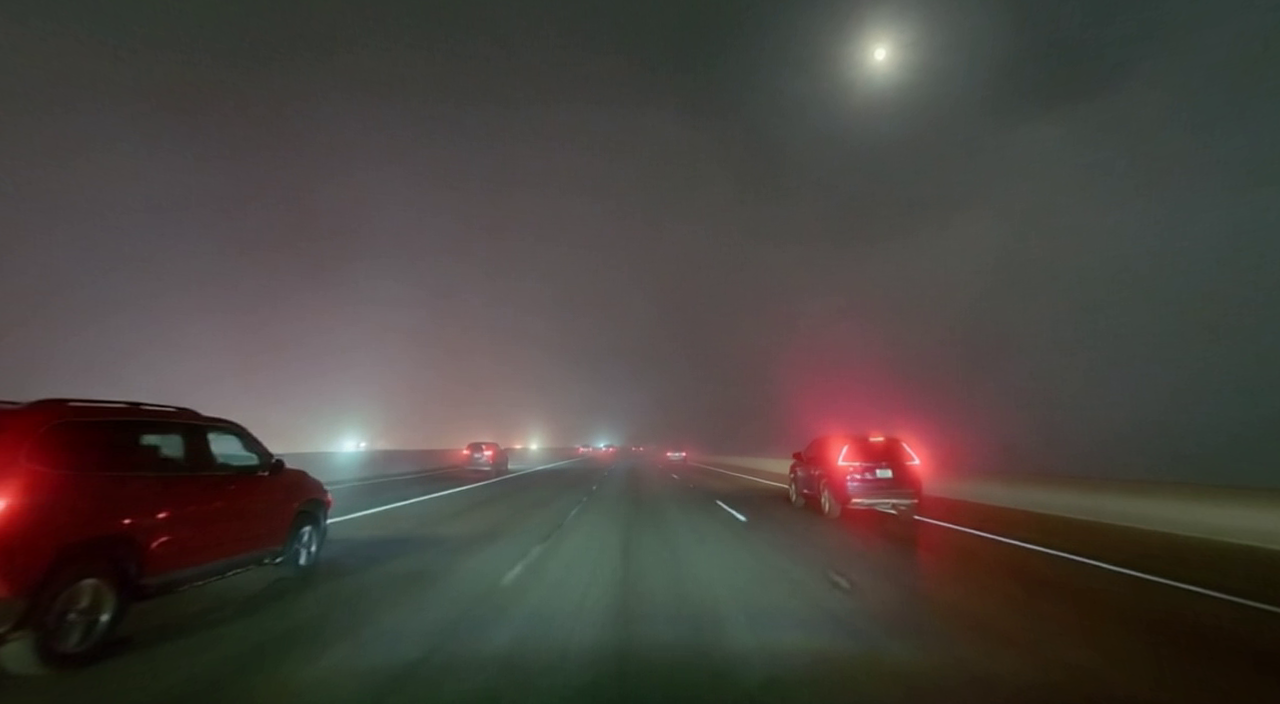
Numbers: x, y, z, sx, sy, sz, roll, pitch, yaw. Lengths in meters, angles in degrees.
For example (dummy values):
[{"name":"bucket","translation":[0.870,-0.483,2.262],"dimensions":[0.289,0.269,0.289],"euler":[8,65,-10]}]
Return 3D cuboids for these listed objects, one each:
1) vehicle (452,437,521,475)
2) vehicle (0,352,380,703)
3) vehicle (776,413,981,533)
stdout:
[{"name":"vehicle","translation":[-7.398,5.075,30.829],"dimensions":[2.095,1.696,4.680],"euler":[-1,-9,1]},{"name":"vehicle","translation":[-4.034,1.154,4.687],"dimensions":[2.214,1.743,4.465],"euler":[0,-9,1]},{"name":"vehicle","translation":[4.260,2.255,12.294],"dimensions":[2.153,1.860,4.689],"euler":[0,-9,0]}]
